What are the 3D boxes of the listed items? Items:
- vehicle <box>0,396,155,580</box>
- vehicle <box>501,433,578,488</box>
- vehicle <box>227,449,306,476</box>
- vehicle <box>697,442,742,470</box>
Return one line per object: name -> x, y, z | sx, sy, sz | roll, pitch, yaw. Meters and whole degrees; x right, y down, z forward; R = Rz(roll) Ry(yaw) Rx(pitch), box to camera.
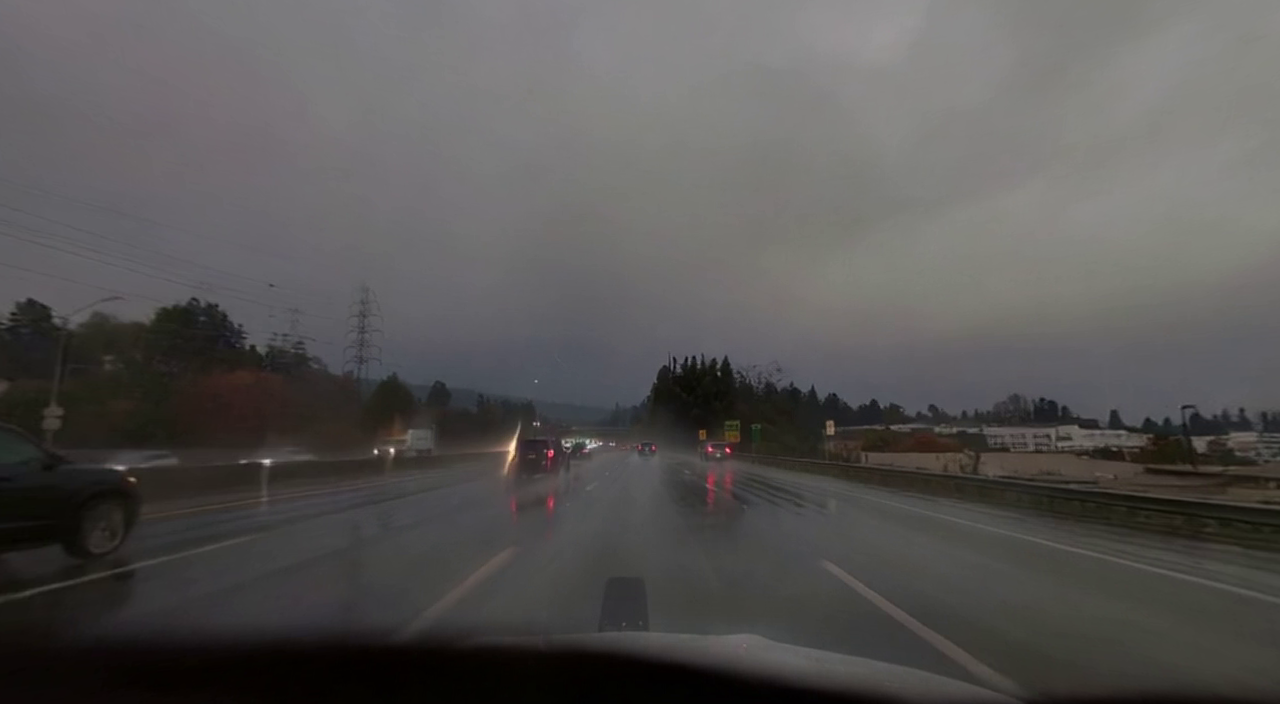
vehicle -> -7.433, 1.269, 5.684 | 2.162, 1.805, 4.853 | 0, -8, 1
vehicle -> -3.360, 3.712, 21.904 | 1.961, 1.704, 4.052 | 0, -8, 1
vehicle -> -22.009, 6.492, 37.395 | 1.847, 1.456, 4.504 | 0, -8, 2
vehicle -> 4.516, 5.951, 36.395 | 1.964, 1.479, 4.252 | 0, -8, -1
